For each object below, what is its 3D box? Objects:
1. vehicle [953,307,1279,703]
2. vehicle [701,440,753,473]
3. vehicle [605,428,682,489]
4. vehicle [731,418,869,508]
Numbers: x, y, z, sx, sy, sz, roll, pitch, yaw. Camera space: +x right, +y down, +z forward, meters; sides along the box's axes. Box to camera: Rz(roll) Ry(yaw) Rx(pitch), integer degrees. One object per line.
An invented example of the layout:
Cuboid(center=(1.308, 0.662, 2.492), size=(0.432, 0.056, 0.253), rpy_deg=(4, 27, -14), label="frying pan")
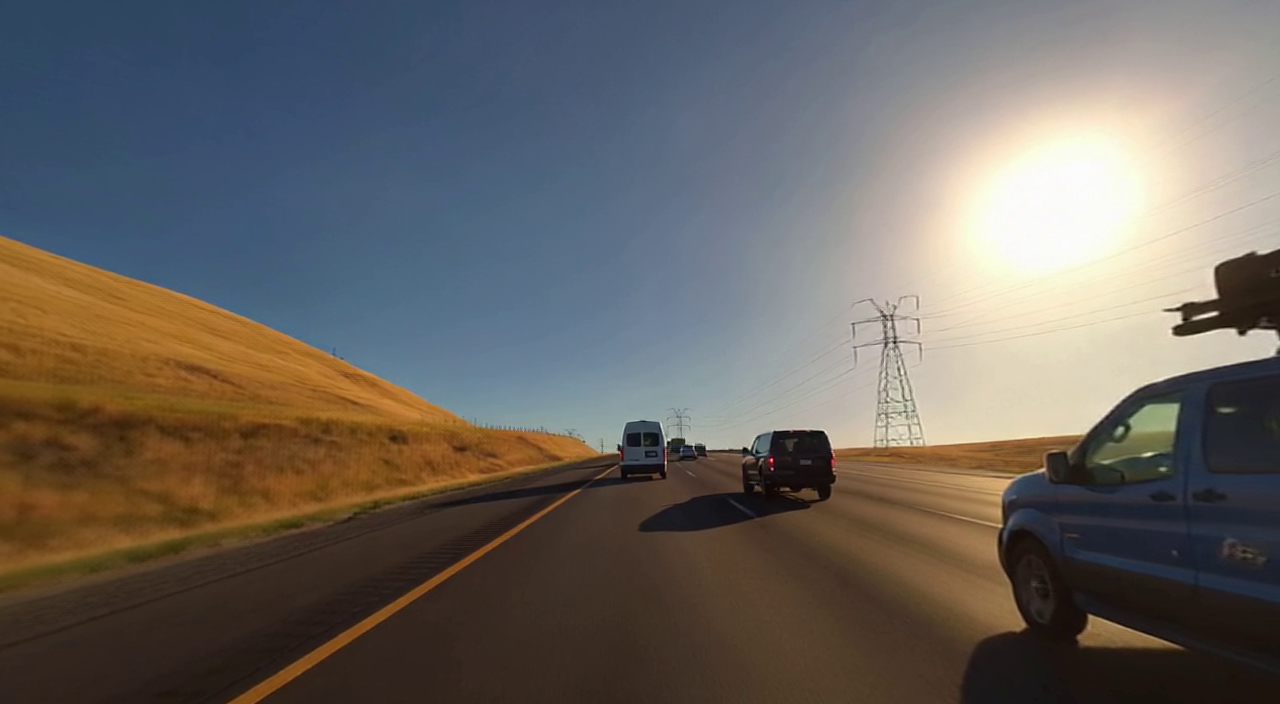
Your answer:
Cuboid(center=(3.960, 0.727, 2.241), size=(2.691, 1.901, 5.744), rpy_deg=(0, -8, -1), label="vehicle")
Cuboid(center=(4.095, 4.988, 30.408), size=(1.938, 1.466, 4.356), rpy_deg=(0, -8, 1), label="vehicle")
Cuboid(center=(0.138, 3.490, 20.926), size=(2.268, 1.772, 4.523), rpy_deg=(0, -8, 1), label="vehicle")
Cuboid(center=(3.600, 2.614, 15.223), size=(2.139, 1.821, 4.480), rpy_deg=(0, -8, 0), label="vehicle")
